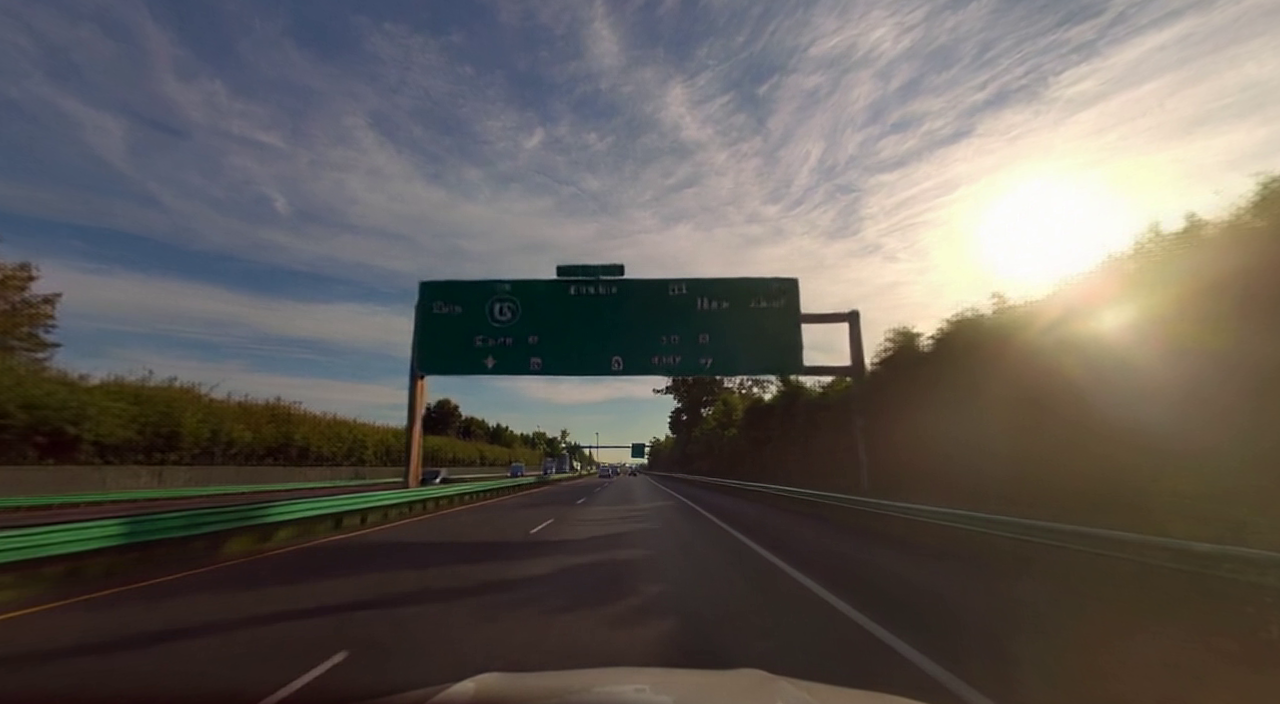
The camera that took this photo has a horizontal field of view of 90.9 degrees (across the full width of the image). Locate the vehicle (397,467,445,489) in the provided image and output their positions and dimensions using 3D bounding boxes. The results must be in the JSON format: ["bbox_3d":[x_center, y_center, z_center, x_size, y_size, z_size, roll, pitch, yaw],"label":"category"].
[{"bbox_3d":[-16.315,9.396,47.140,1.918,1.458,4.498,1,-11,0],"label":"vehicle"}]
